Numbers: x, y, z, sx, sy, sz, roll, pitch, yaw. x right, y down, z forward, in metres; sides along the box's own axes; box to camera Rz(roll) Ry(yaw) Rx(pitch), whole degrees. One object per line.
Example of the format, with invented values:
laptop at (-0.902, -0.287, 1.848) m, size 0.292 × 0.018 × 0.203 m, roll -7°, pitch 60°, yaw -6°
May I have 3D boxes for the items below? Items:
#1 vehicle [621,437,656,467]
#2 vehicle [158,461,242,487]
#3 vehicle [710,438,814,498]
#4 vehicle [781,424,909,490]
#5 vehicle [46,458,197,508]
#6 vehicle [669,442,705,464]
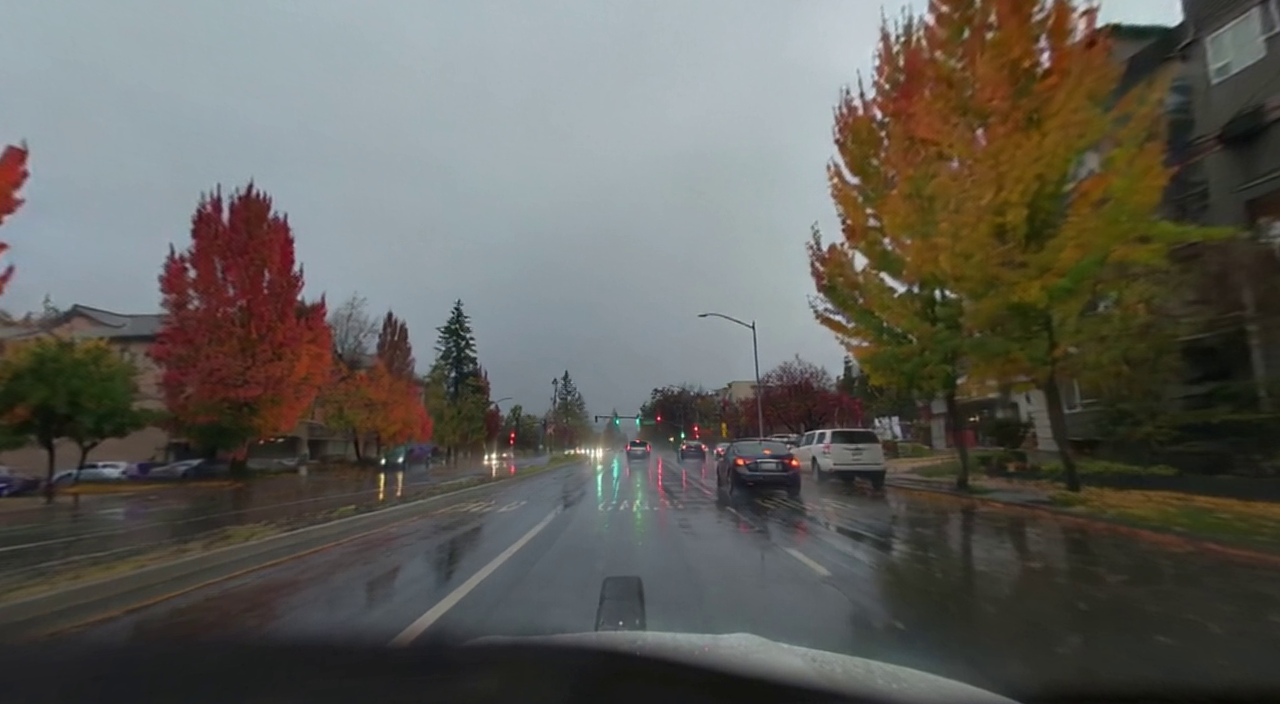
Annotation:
vehicle at (-0.143, 6.731, 42.554) m, size 2.239 × 1.856 × 4.815 m, roll 0°, pitch -9°, yaw -1°
vehicle at (-30.726, 8.513, 44.049) m, size 4.370 × 1.725 × 2.052 m, roll -1°, pitch -9°, yaw 5°
vehicle at (3.348, 3.288, 18.239) m, size 1.977 × 1.498 × 4.521 m, roll 0°, pitch -9°, yaw -2°
vehicle at (6.795, 3.596, 21.777) m, size 2.378 × 1.946 × 5.826 m, roll 0°, pitch -9°, yaw -1°
vehicle at (-22.495, 5.669, 27.685) m, size 2.113 × 1.865 × 5.128 m, roll -1°, pitch -9°, yaw 2°
vehicle at (3.343, 7.302, 45.599) m, size 2.178 × 1.546 × 4.311 m, roll 0°, pitch -9°, yaw 0°
